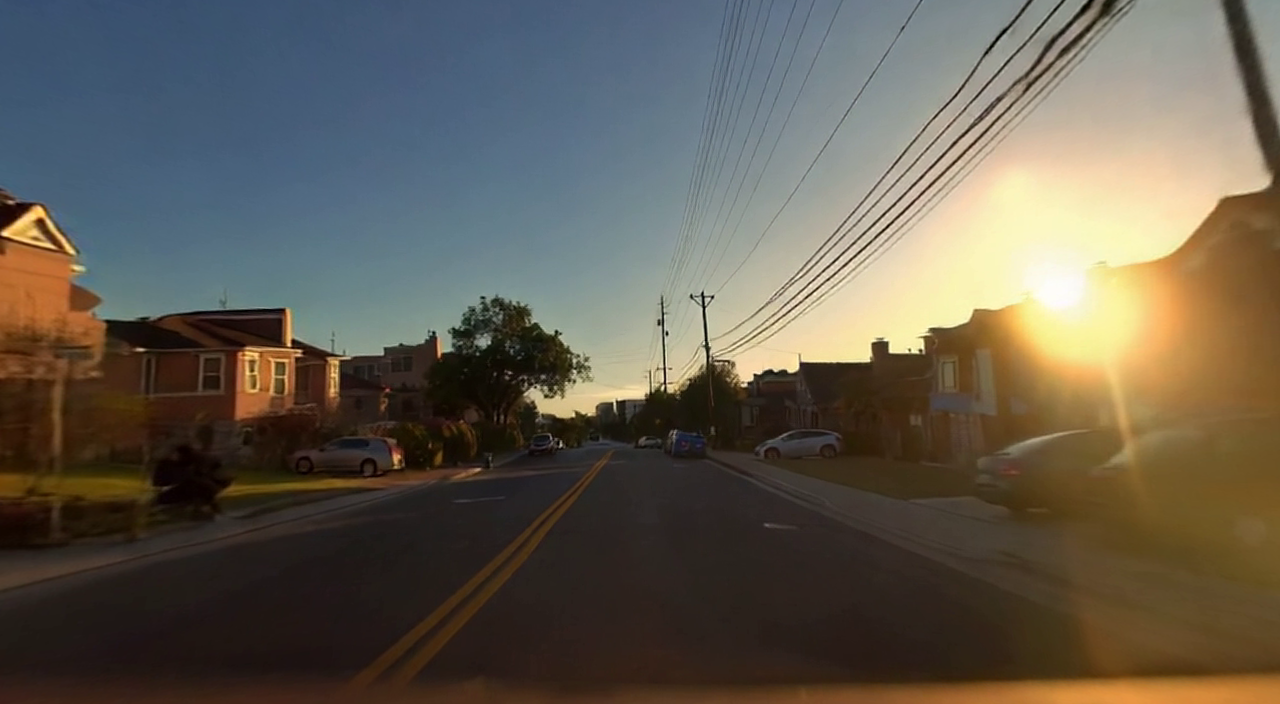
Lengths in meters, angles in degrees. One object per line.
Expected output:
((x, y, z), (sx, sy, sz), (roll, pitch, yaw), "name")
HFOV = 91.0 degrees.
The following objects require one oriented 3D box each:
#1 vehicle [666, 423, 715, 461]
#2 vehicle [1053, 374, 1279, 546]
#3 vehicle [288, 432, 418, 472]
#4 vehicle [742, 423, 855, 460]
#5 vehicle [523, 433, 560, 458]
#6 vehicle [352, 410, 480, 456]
((2.740, 5.041, 35.456), (2.277, 1.917, 5.495), (0, -8, 0), "vehicle")
((8.475, 1.250, 8.158), (4.622, 1.826, 2.065), (-4, -9, -1), "vehicle")
((-11.987, 4.173, 26.490), (4.484, 1.538, 1.901), (0, -8, 2), "vehicle")
((7.406, 4.254, 29.820), (4.893, 1.642, 1.874), (0, -10, 3), "vehicle")
((-6.975, 6.628, 45.053), (1.994, 1.588, 4.148), (-3, -7, -1), "vehicle")
((-14.397, 5.267, 40.721), (7.267, 2.775, 2.786), (-1, -9, 12), "vehicle")
